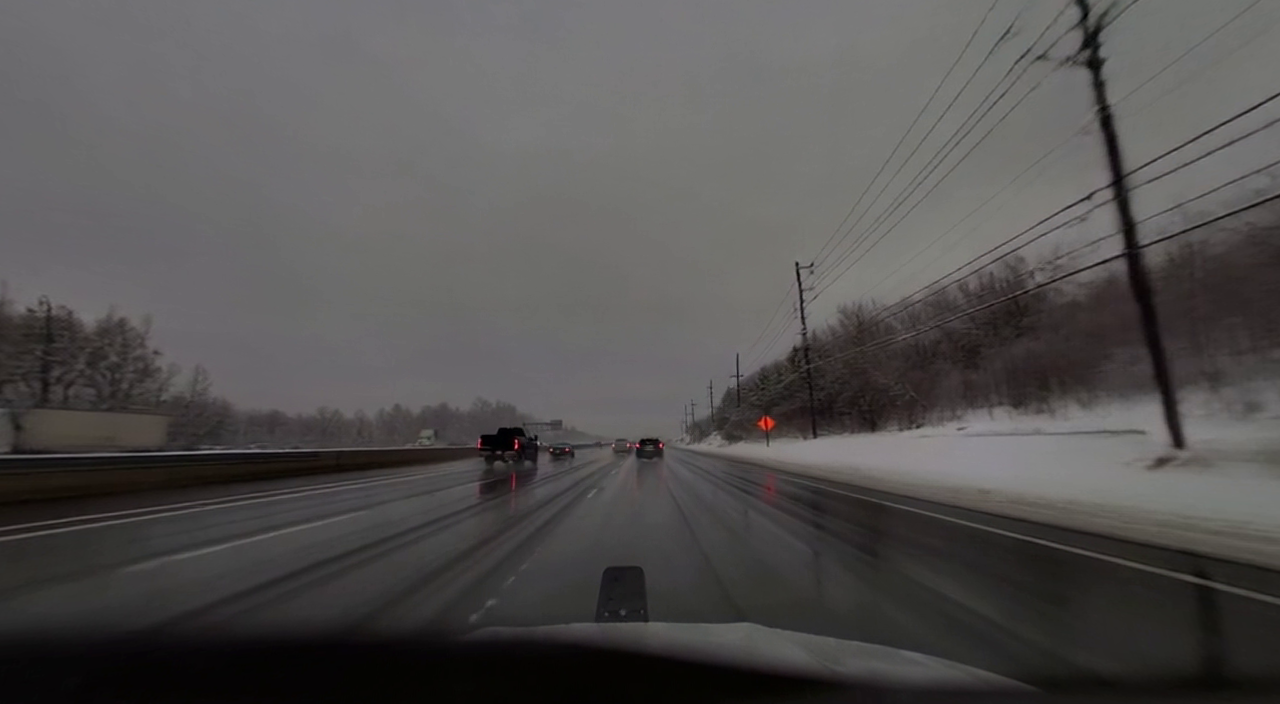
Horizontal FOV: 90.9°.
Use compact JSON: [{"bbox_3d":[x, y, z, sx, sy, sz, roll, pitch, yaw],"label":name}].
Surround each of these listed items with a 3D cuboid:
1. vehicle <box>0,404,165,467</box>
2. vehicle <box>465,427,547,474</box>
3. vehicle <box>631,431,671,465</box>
[{"bbox_3d":[-43.274,6.333,47.212,2.888,4.056,15.771,0,-8,1],"label":"vehicle"},{"bbox_3d":[-6.243,4.693,30.362,2.460,1.992,6.474,0,-8,1],"label":"vehicle"},{"bbox_3d":[0.664,6.146,40.578,2.448,2.025,5.193,0,-8,0],"label":"vehicle"}]
